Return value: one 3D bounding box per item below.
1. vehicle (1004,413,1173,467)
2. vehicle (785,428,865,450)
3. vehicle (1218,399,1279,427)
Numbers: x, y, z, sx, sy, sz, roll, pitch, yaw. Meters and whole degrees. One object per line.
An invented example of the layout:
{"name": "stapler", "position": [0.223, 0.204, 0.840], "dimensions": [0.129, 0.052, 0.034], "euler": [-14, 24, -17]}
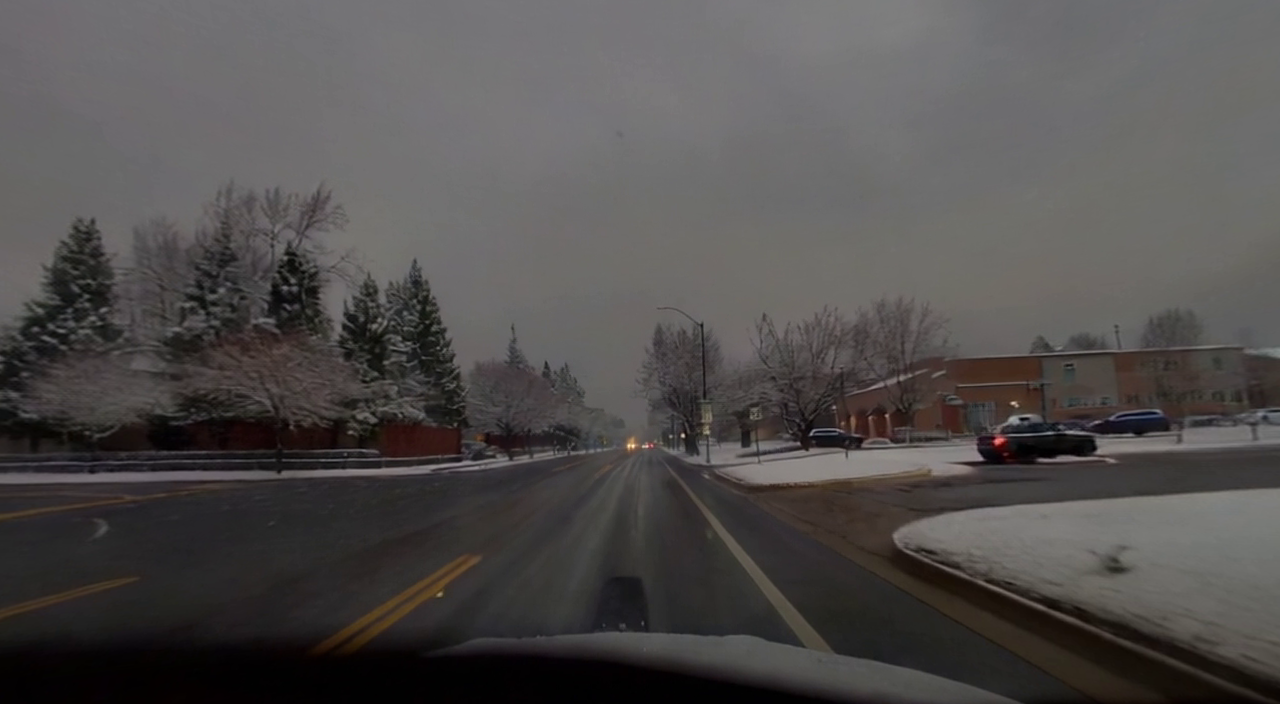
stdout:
{"name": "vehicle", "position": [13.723, 2.762, 19.713], "dimensions": [1.927, 1.464, 4.644], "euler": [0, -8, 1]}
{"name": "vehicle", "position": [12.723, 6.012, 43.602], "dimensions": [4.955, 1.489, 2.002], "euler": [0, -8, 2]}
{"name": "vehicle", "position": [40.601, 3.972, 40.744], "dimensions": [1.932, 1.631, 4.750], "euler": [0, -8, 0]}
